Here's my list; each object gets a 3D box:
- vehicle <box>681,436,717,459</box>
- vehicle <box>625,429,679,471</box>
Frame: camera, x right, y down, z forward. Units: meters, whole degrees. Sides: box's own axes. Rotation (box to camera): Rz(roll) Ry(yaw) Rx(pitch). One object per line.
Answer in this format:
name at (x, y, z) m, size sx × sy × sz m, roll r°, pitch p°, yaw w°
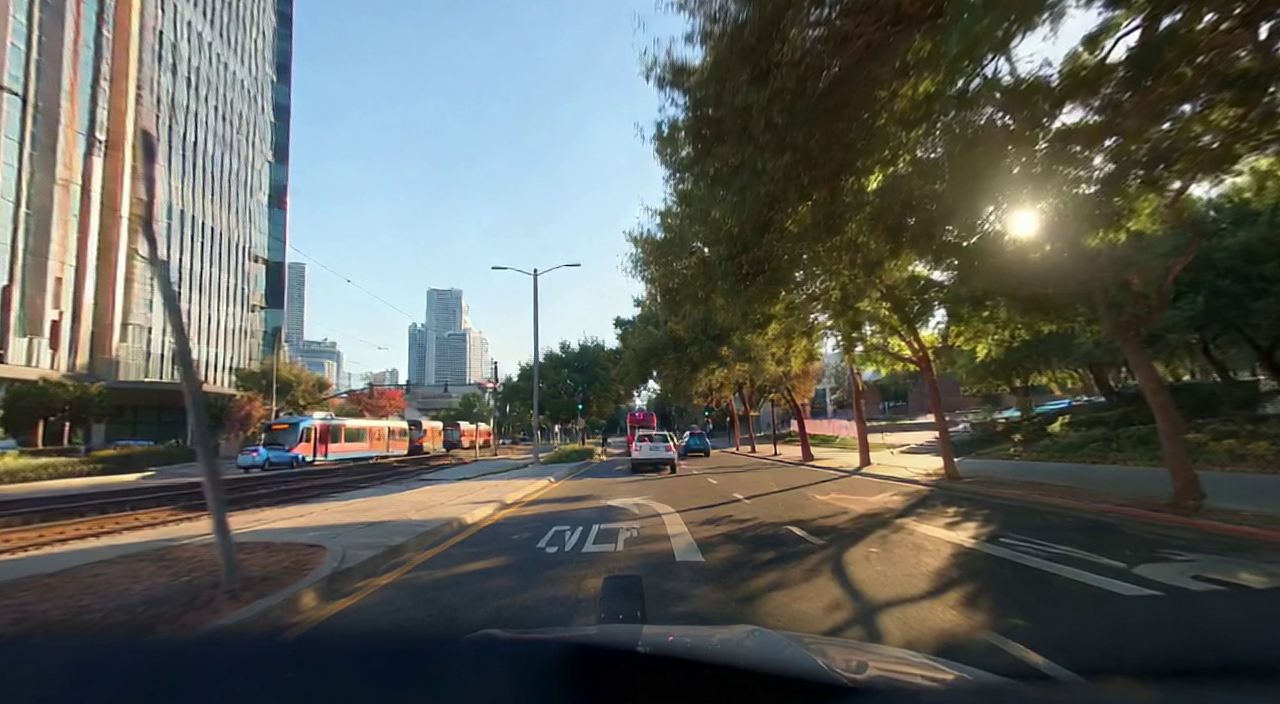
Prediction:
vehicle at (4.049, 6.648, 43.864) m, size 1.916 × 1.466 × 4.529 m, roll 0°, pitch -9°, yaw -1°
vehicle at (0.488, 4.264, 27.510) m, size 2.190 × 1.684 × 4.084 m, roll 0°, pitch -9°, yaw 0°
